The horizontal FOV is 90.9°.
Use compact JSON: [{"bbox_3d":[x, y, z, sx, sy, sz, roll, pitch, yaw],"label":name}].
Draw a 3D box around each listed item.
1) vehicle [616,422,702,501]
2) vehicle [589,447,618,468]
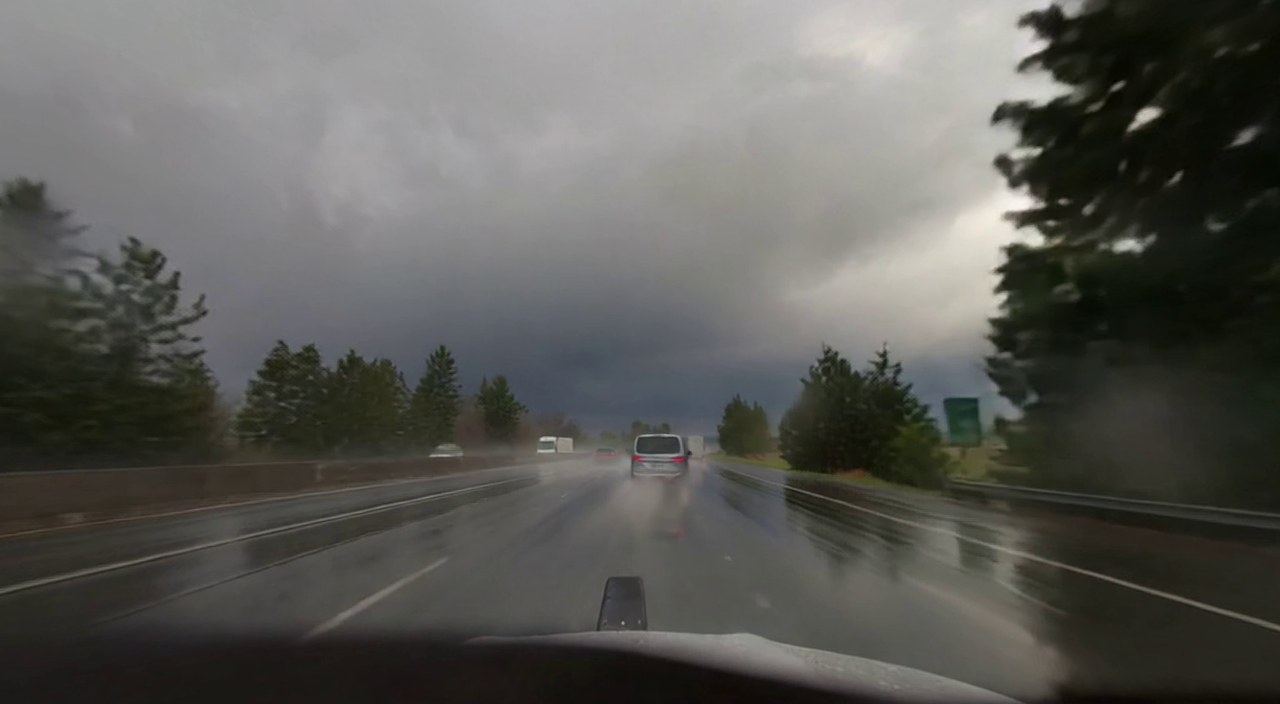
[{"bbox_3d":[0.597,3.239,18.870,2.219,2.033,4.911,-1,-9,3],"label":"vehicle"},{"bbox_3d":[-2.820,8.359,49.906,1.959,1.571,4.313,-1,-9,1],"label":"vehicle"}]
